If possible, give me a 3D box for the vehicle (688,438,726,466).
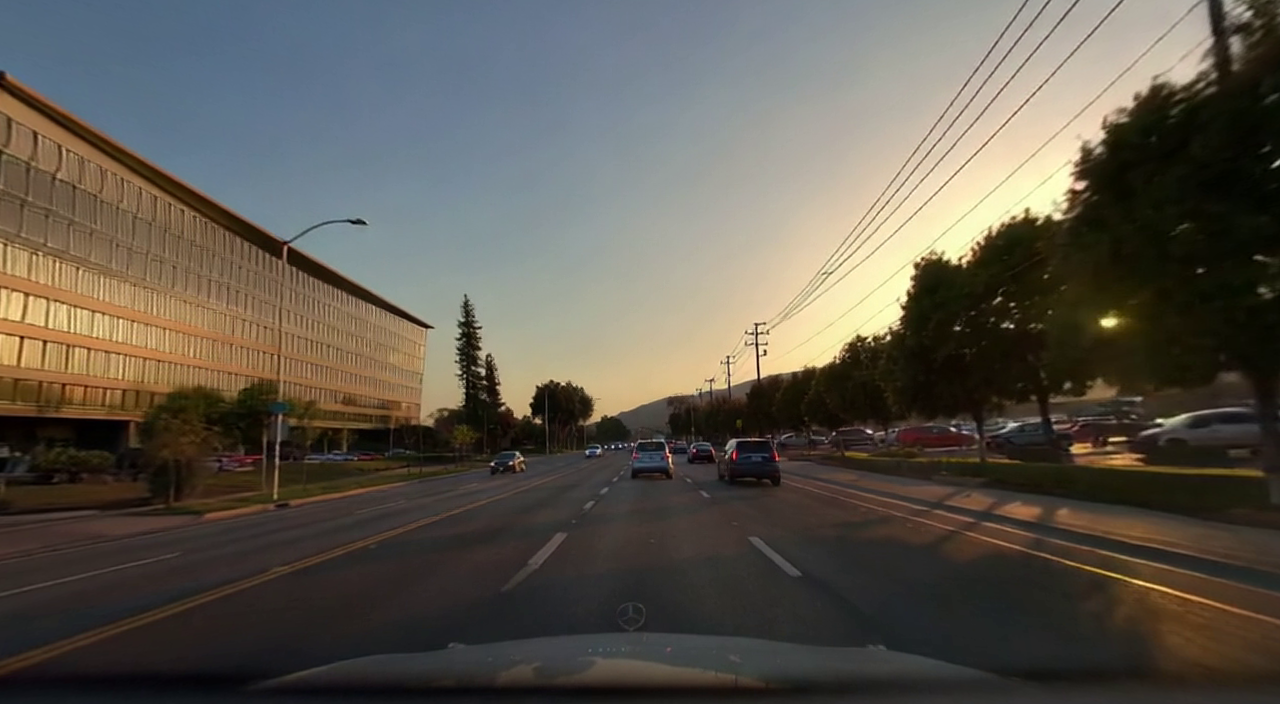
[{"bbox_3d":[4.307,6.532,41.136,2.024,1.711,4.512,0,-9,0],"label":"vehicle"}]

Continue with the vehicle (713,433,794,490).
[{"bbox_3d":[3.650,3.591,20.986,1.914,1.698,4.049,0,-9,0],"label":"vehicle"}]

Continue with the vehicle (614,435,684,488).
[{"bbox_3d":[0.316,3.788,22.066,2.200,1.653,4.127,0,-9,1],"label":"vehicle"}]

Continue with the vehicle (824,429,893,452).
[{"bbox_3d":[16.496,6.702,47.697,4.392,1.709,2.002,0,-9,0],"label":"vehicle"}]

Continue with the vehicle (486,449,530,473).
[{"bbox_3d":[-9.157,7.586,44.121,2.040,1.507,4.598,0,-9,1],"label":"vehicle"}]
